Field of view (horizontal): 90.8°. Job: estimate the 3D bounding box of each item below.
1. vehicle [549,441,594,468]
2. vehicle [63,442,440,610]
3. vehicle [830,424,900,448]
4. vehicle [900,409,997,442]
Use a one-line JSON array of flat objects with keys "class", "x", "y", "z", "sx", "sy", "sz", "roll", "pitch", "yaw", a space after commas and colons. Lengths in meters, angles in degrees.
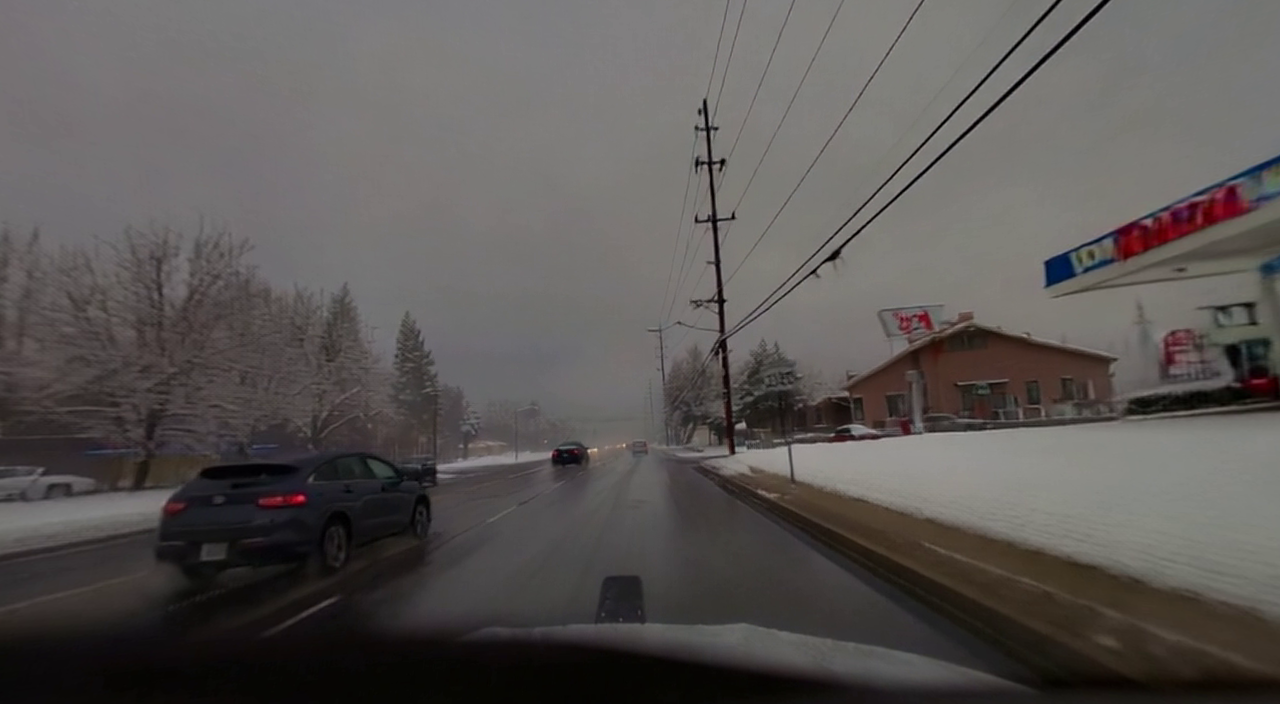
[{"class": "vehicle", "x": -3.807, "y": 5.784, "z": 35.852, "sx": 1.943, "sy": 1.455, "sz": 4.414, "roll": 0, "pitch": -8, "yaw": 1}, {"class": "vehicle", "x": -4.103, "y": 1.845, "z": 7.818, "sx": 1.704, "sy": 1.430, "sz": 4.587, "roll": 0, "pitch": -8, "yaw": 1}, {"class": "vehicle", "x": 14.166, "y": 5.332, "z": 39.965, "sx": 3.830, "sy": 1.474, "sz": 1.771, "roll": -2, "pitch": -8, "yaw": 9}, {"class": "vehicle", "x": 19.040, "y": 4.588, "z": 39.202, "sx": 4.817, "sy": 1.919, "sz": 2.308, "roll": -1, "pitch": -8, "yaw": 8}]
